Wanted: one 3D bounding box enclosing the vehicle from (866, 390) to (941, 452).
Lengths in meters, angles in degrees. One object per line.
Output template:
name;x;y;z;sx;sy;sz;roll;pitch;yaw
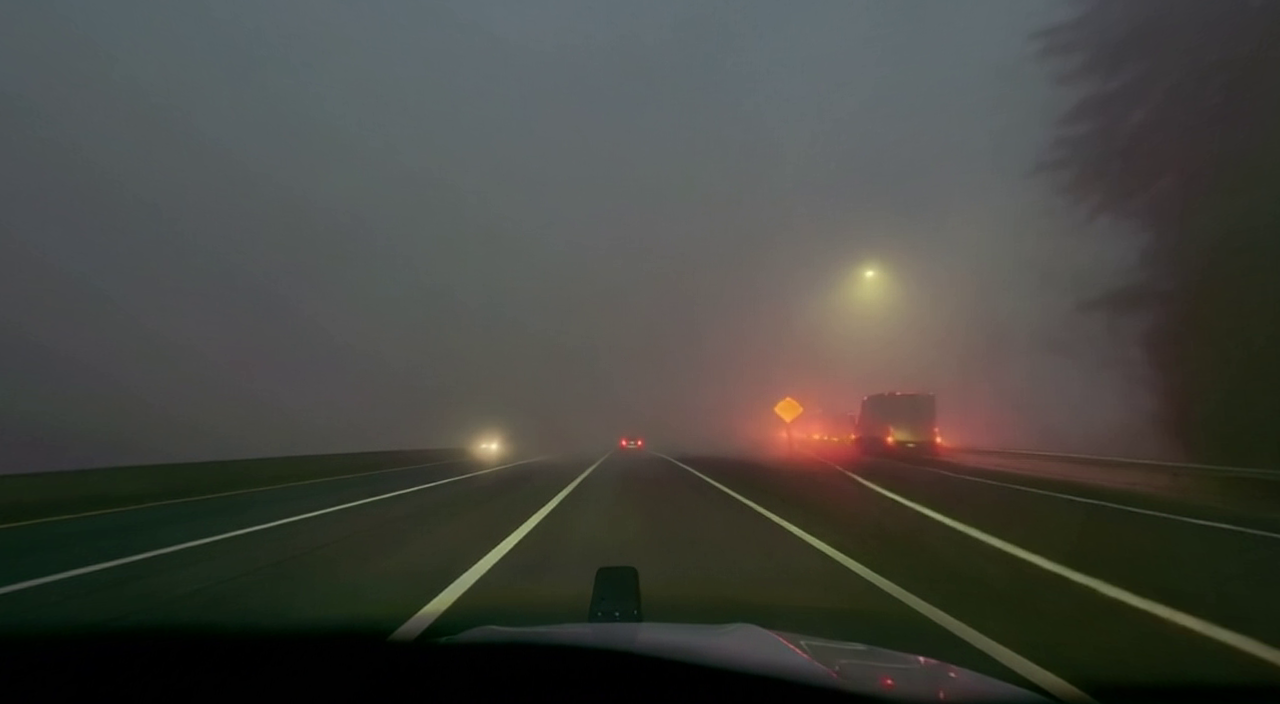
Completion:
vehicle;19.794;5.455;48.373;3.187;4.063;13.741;-2;-8;14
